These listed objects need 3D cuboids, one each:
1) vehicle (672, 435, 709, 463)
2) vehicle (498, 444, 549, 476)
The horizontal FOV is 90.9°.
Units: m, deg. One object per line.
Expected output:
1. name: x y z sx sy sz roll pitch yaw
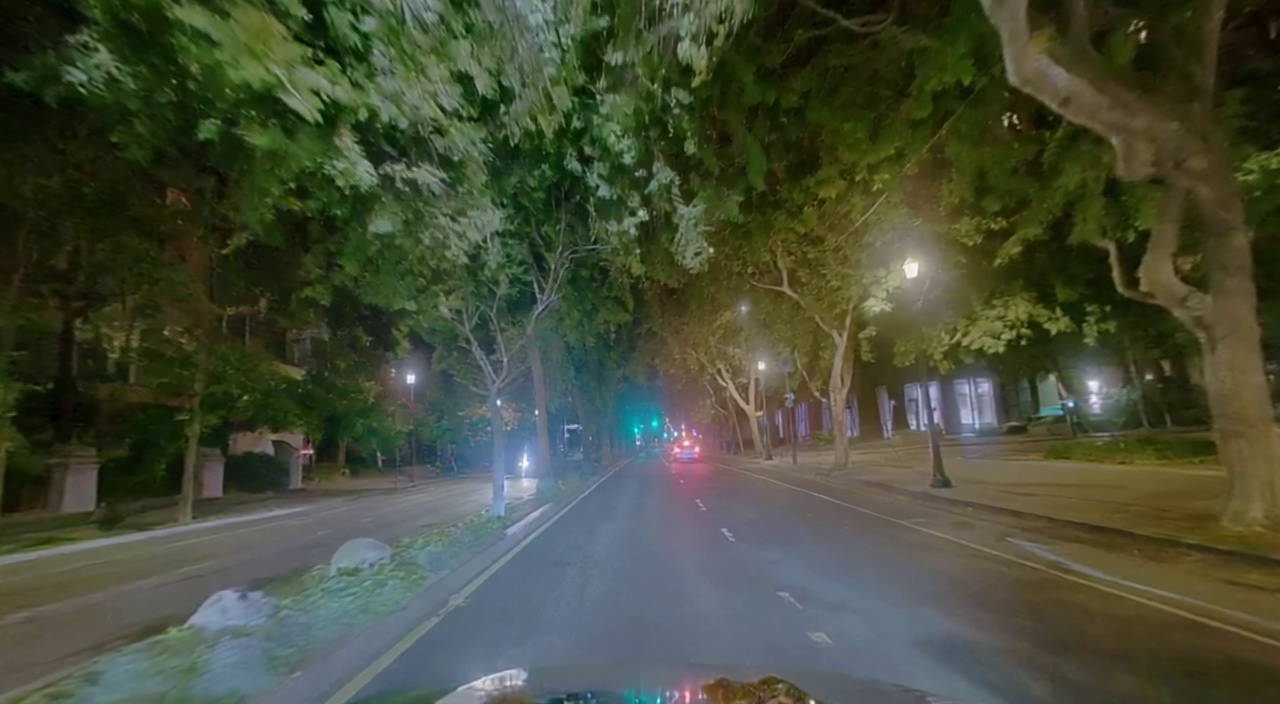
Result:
1. vehicle: 3.305 6.504 42.288 2.129 1.719 4.205 0 -8 0
2. vehicle: -6.870 6.415 37.716 2.031 1.723 4.566 0 -8 2
